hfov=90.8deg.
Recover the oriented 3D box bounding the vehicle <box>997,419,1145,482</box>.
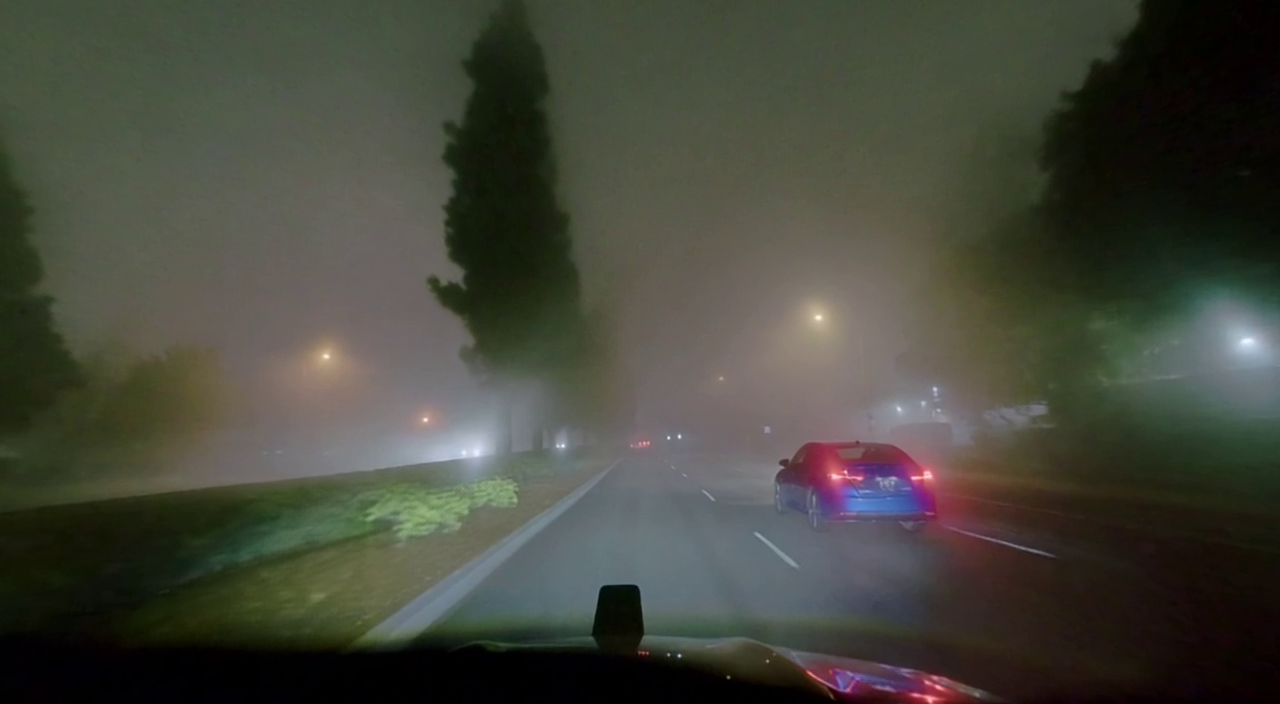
[{"bbox_3d":[17.162,3.968,25.723,2.868,2.233,6.035,-2,-8,13],"label":"vehicle"}]

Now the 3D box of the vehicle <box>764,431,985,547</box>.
[{"bbox_3d":[3.464,2.082,10.354,1.950,1.473,4.259,0,-8,0],"label":"vehicle"}]
